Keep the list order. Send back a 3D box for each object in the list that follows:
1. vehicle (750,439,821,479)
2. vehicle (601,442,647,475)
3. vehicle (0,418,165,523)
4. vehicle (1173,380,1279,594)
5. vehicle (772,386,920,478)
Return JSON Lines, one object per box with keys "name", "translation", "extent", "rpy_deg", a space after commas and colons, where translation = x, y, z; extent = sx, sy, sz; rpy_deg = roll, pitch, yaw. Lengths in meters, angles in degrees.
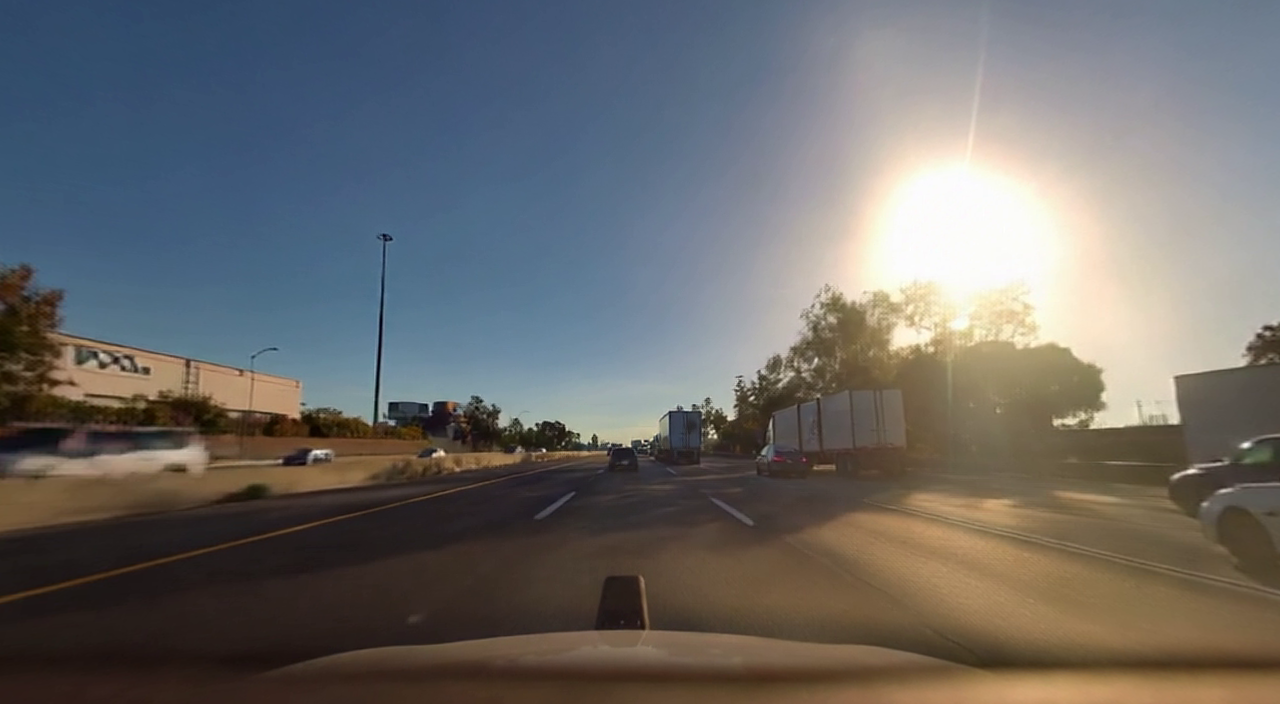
{"name": "vehicle", "translation": [6.479, 4.824, 28.728], "extent": [2.154, 1.658, 4.347], "rpy_deg": [0, -9, -1]}
{"name": "vehicle", "translation": [-0.782, 5.285, 31.544], "extent": [2.163, 1.551, 4.180], "rpy_deg": [0, -9, -1]}
{"name": "vehicle", "translation": [-12.786, 2.345, 12.679], "extent": [2.179, 1.895, 5.631], "rpy_deg": [0, -9, -1]}
{"name": "vehicle", "translation": [7.280, 1.004, 4.230], "extent": [2.369, 2.007, 5.700], "rpy_deg": [0, -9, 0]}
{"name": "vehicle", "translation": [11.248, 4.963, 37.615], "extent": [2.898, 4.171, 17.188], "rpy_deg": [0, -9, -1]}
